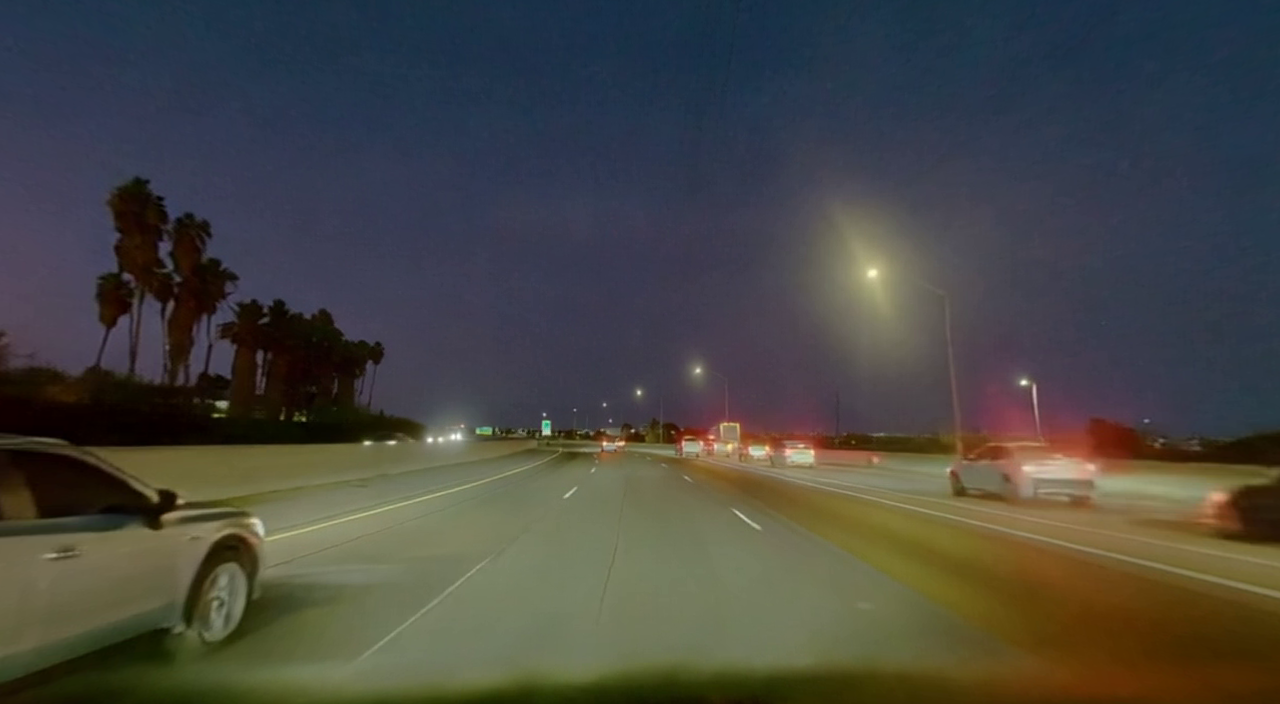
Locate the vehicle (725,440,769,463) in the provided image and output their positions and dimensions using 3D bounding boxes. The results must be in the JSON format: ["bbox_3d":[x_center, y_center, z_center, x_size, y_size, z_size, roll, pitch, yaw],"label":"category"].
[{"bbox_3d":[7.192,6.738,42.892,1.984,1.477,4.385,0,-8,-4],"label":"vehicle"}]

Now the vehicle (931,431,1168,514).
[{"bbox_3d":[8.467,2.515,13.727,1.947,1.452,4.696,0,-8,-1],"label":"vehicle"}]

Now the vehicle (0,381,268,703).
[{"bbox_3d":[-3.722,0.857,2.322,2.109,1.536,4.174,0,-8,1],"label":"vehicle"}]

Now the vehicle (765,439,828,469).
[{"bbox_3d":[8.102,5.308,33.098,1.922,1.456,4.626,0,-8,-3],"label":"vehicle"}]

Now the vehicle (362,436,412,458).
[{"bbox_3d":[-19.253,7.243,48.164,1.991,1.614,4.729,0,-8,-2],"label":"vehicle"}]
